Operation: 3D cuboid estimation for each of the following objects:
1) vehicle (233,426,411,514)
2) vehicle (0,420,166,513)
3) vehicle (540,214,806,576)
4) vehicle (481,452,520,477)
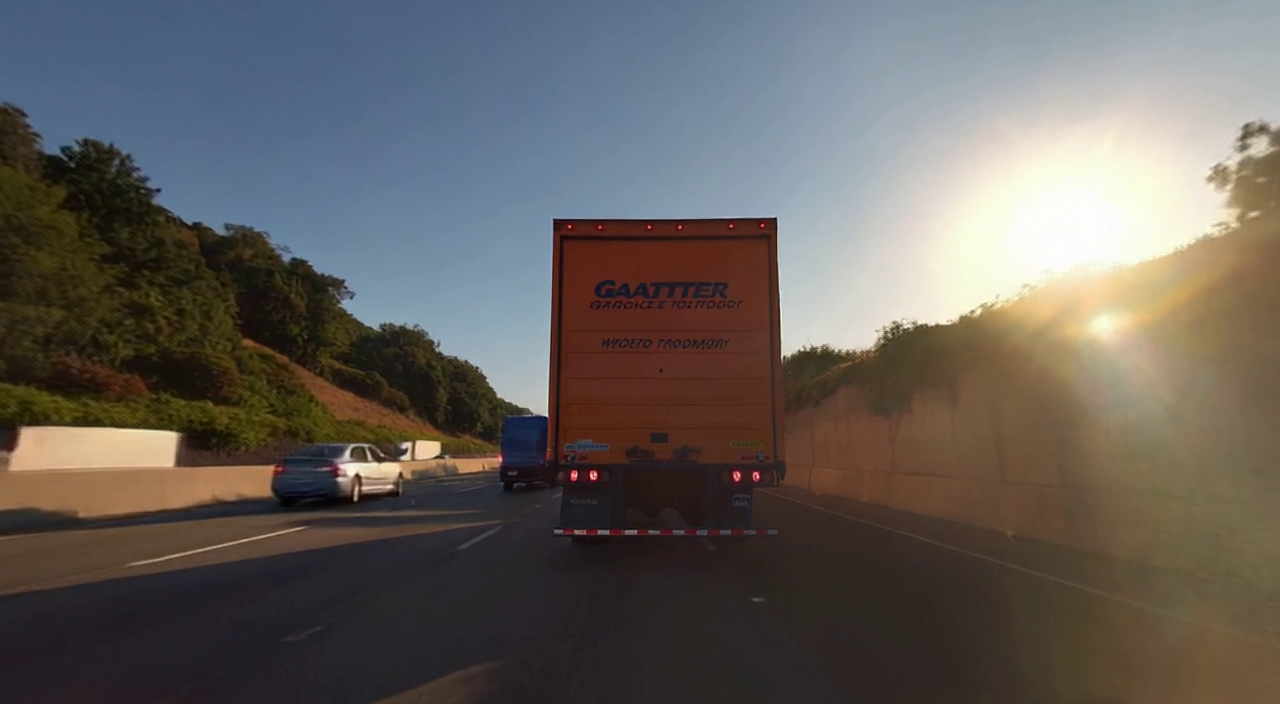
[{"bbox_3d":[-8.505,3.208,17.649,2.174,2.059,5.314,0,-9,0],"label":"vehicle"},{"bbox_3d":[-21.523,4.096,22.926,2.677,2.891,7.414,0,-9,0],"label":"vehicle"},{"bbox_3d":[0.481,1.225,12.286,2.853,4.054,10.557,0,-9,1],"label":"vehicle"},{"bbox_3d":[-8.649,6.967,39.404,1.617,1.465,3.546,0,-9,1],"label":"vehicle"}]
